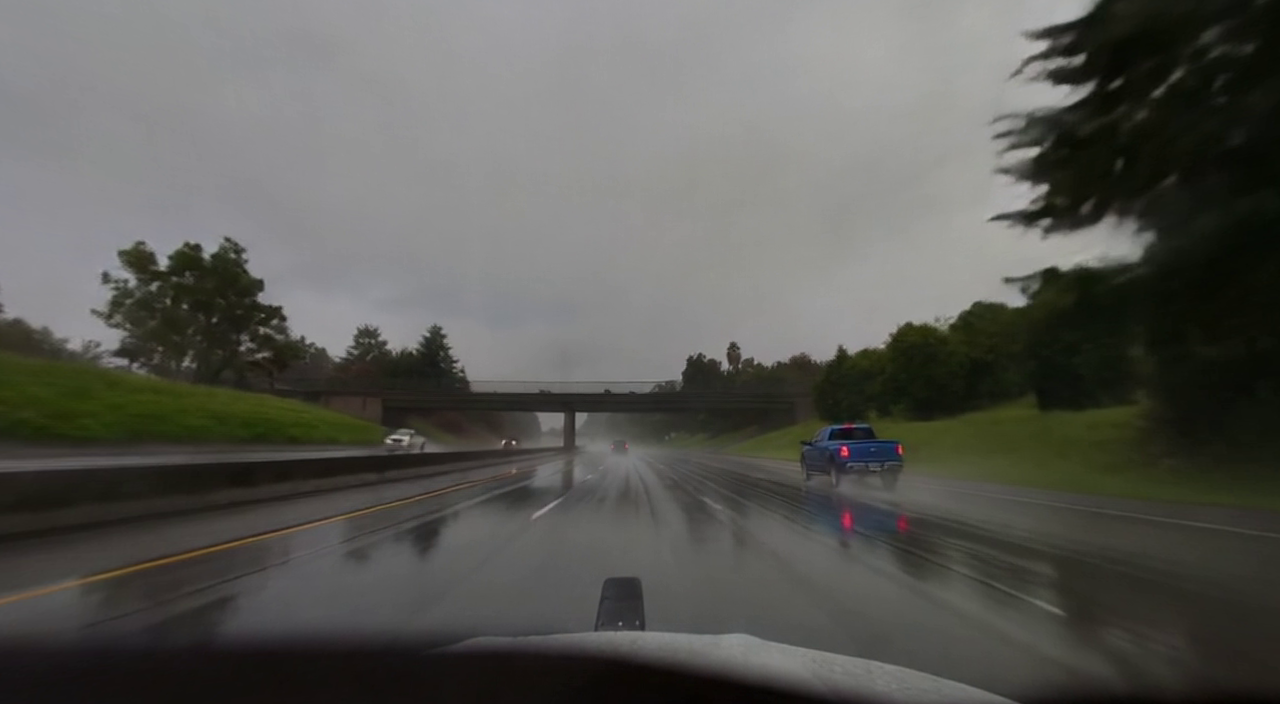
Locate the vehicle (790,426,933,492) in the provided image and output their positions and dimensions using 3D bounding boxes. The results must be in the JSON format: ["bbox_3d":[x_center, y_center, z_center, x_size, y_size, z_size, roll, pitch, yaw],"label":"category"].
[{"bbox_3d":[6.944,3.458,20.806,2.395,1.819,6.086,0,-9,-1],"label":"vehicle"}]
